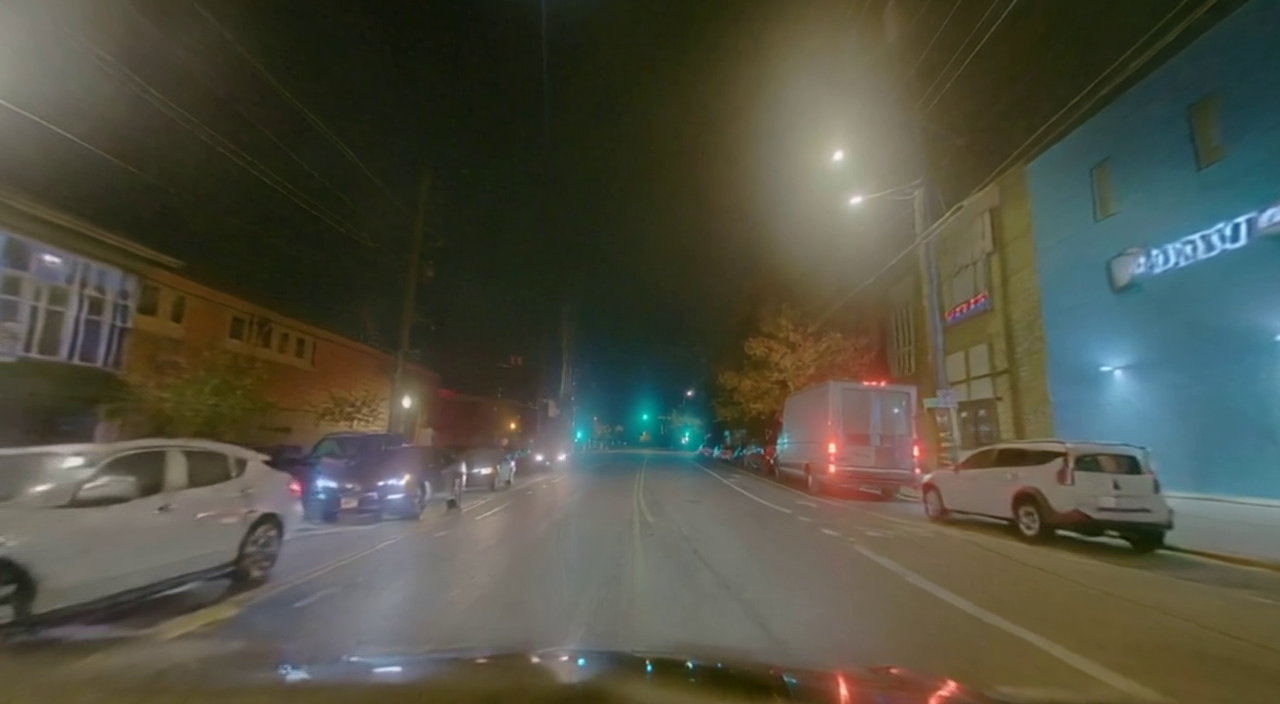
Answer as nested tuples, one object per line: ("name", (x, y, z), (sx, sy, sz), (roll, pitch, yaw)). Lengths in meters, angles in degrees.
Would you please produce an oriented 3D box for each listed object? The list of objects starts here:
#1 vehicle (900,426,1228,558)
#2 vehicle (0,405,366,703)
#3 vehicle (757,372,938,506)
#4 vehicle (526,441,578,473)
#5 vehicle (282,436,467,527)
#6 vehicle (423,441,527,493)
("vehicle", (6.346, 2.090, 10.240), (1.963, 1.646, 4.204), (1, -9, -9))
("vehicle", (-3.908, 1.252, 4.517), (2.050, 1.505, 4.219), (0, -8, -1))
("vehicle", (5.672, 2.621, 19.010), (2.815, 3.203, 7.558), (0, -8, 0))
("vehicle", (-4.354, 5.250, 31.882), (1.925, 1.479, 4.444), (0, -8, 1))
("vehicle", (-5.062, 2.505, 12.849), (1.807, 1.494, 4.464), (0, -8, 0))
("vehicle", (-5.068, 3.581, 20.091), (1.845, 1.469, 4.413), (-1, -8, 4))
